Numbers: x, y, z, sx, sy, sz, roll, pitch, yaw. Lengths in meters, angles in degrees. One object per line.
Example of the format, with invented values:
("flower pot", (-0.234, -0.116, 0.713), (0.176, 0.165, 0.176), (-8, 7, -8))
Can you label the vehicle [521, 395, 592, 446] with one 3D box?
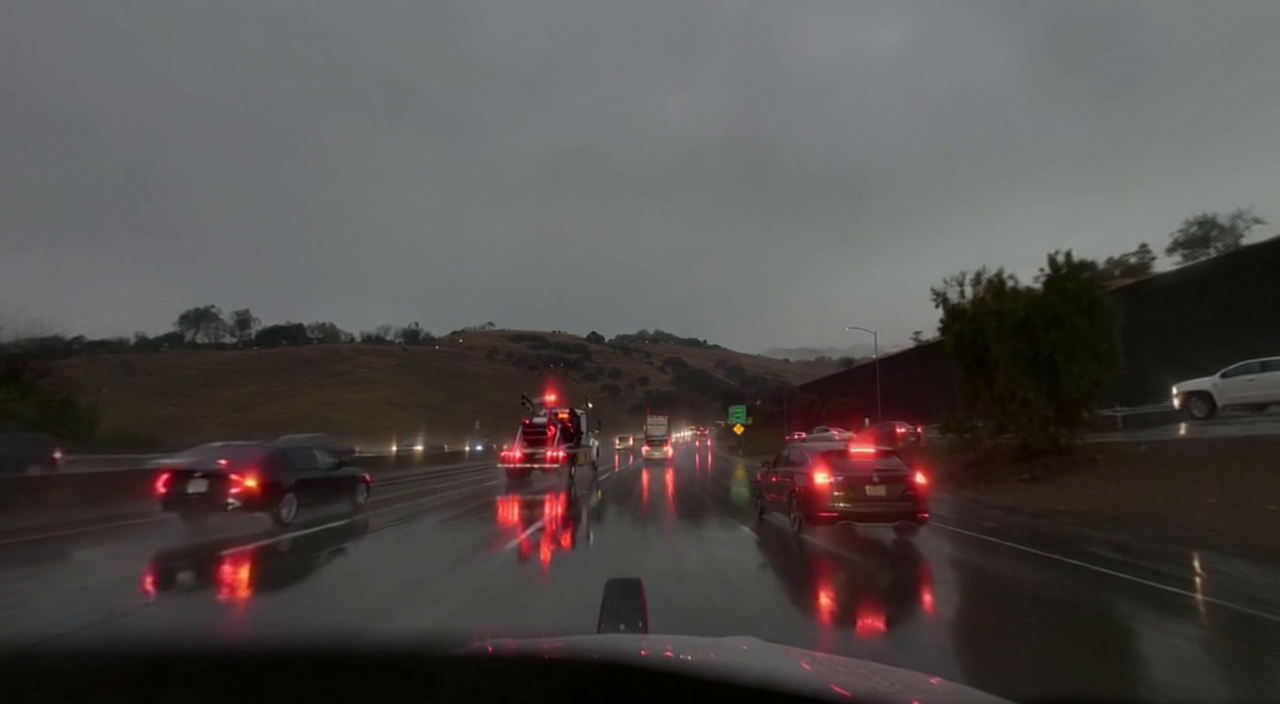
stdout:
("vehicle", (-2.940, 2.620, 23.232), (1.893, 1.674, 4.766), (0, -8, 1))

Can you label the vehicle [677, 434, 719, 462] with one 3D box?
("vehicle", (3.533, 5.961, 39.232), (2.075, 1.614, 4.682), (0, -8, -1))

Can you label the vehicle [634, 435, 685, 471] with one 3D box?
("vehicle", (0.865, 4.485, 28.171), (2.079, 1.499, 3.915), (0, -8, 2))

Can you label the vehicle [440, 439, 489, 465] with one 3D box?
("vehicle", (-11.472, 6.550, 41.485), (1.869, 1.603, 3.861), (-1, -8, 5))

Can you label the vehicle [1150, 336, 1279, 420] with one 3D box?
("vehicle", (14.342, 0.618, 14.148), (1.979, 1.616, 4.268), (1, -8, -5))

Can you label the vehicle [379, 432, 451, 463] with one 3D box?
("vehicle", (-14.664, 6.279, 41.543), (2.333, 1.897, 5.499), (-1, -8, 5))

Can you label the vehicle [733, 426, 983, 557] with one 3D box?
("vehicle", (2.837, 1.916, 9.446), (2.040, 1.481, 4.260), (0, -8, -3))

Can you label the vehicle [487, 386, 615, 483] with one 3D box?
("vehicle", (-2.908, 3.264, 24.435), (3.162, 2.955, 10.282), (0, -8, 2))

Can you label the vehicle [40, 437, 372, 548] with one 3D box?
("vehicle", (-6.619, 2.165, 10.579), (1.964, 1.395, 4.948), (0, -8, 2))
